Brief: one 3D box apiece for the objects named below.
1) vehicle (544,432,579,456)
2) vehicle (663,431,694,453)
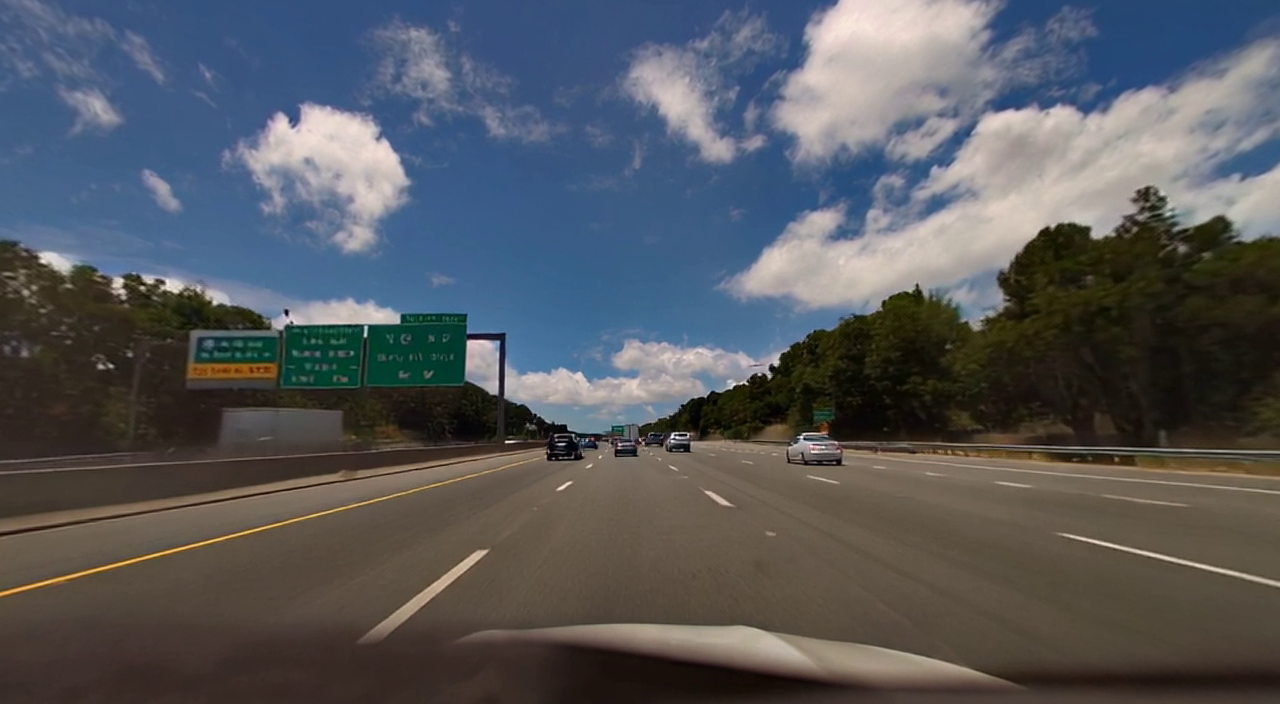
[{"bbox_3d":[-5.544,6.544,44.821,2.119,1.629,3.946,0,-8,-1],"label":"vehicle"},{"bbox_3d":[3.017,7.115,49.920,2.066,1.673,4.225,0,-8,-2],"label":"vehicle"}]
